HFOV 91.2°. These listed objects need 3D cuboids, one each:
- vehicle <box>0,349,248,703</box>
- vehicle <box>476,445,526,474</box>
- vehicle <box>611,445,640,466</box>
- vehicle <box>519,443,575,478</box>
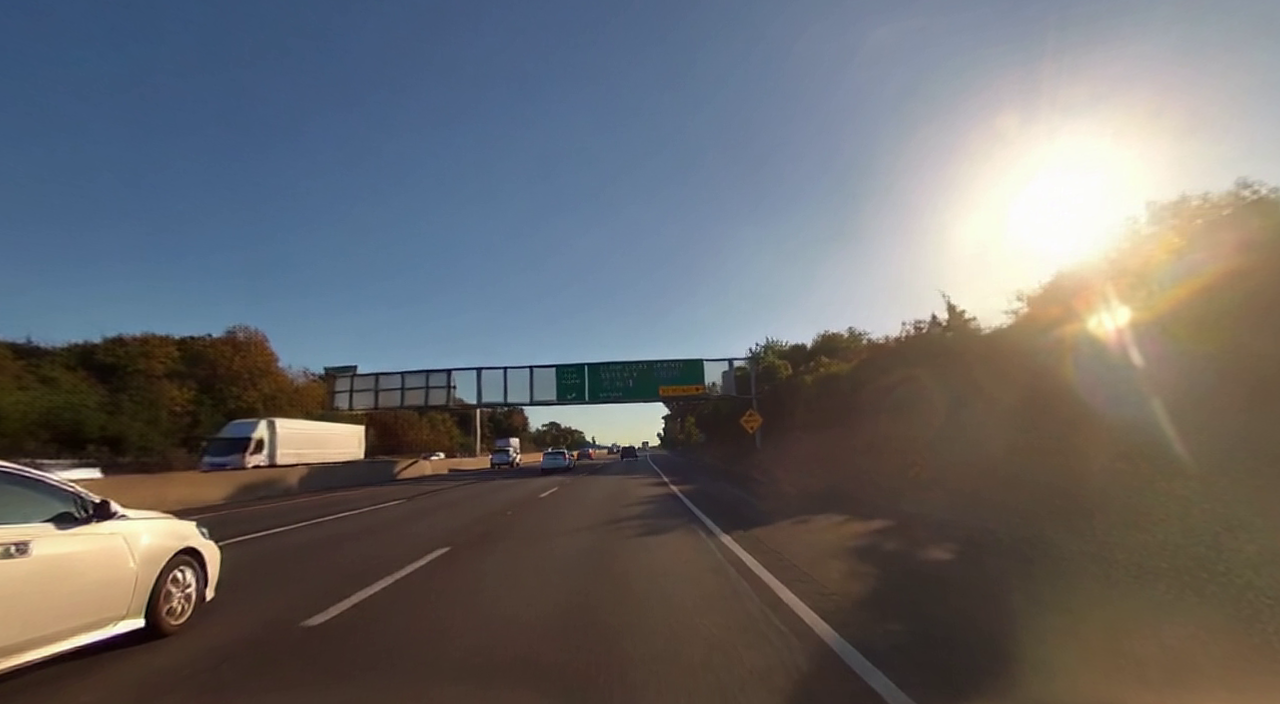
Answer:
[{"bbox_3d":[-4.078,0.819,2.506,2.074,1.779,4.588,0,-9,-1],"label":"vehicle"},{"bbox_3d":[-7.851,6.071,35.644,1.936,1.516,3.904,0,-9,0],"label":"vehicle"},{"bbox_3d":[-1.039,7.576,45.914,2.023,1.479,3.718,0,-9,-1],"label":"vehicle"},{"bbox_3d":[-4.233,5.025,29.167,1.988,1.477,4.118,0,-9,0],"label":"vehicle"}]
